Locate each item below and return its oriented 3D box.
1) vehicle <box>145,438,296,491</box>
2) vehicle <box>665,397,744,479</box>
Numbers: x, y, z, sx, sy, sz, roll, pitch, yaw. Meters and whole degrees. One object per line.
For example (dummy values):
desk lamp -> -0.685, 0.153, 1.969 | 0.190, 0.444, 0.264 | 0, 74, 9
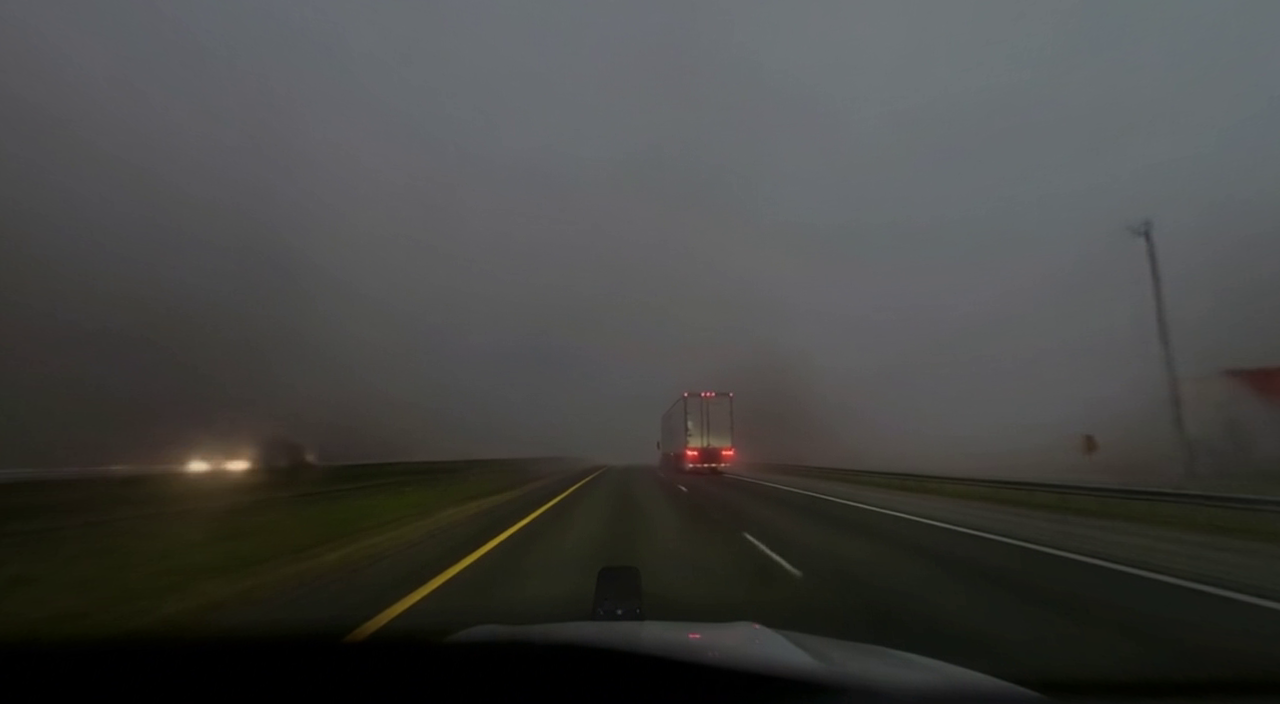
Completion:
vehicle -> -13.062, 3.524, 19.960 | 1.861, 1.498, 4.278 | 0, -9, -1
vehicle -> 3.493, 5.357, 38.197 | 2.938, 4.076, 13.362 | 0, -9, -2
